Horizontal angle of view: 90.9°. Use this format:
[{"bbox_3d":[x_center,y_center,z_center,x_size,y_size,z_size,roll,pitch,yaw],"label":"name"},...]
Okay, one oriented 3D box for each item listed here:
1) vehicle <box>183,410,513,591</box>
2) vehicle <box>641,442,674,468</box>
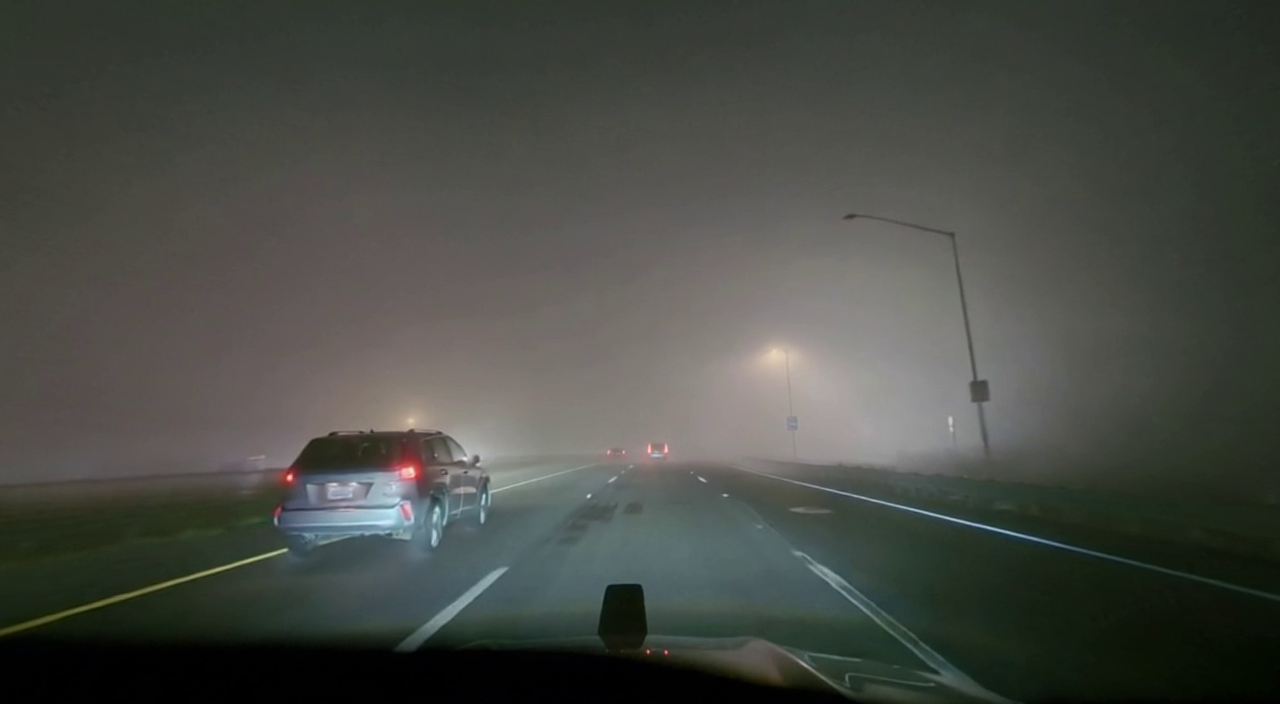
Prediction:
[{"bbox_3d":[-3.245,1.756,8.330,2.143,1.693,4.513,-1,-9,1],"label":"vehicle"},{"bbox_3d":[1.150,6.912,42.599,2.073,1.621,3.993,-1,-9,0],"label":"vehicle"}]
